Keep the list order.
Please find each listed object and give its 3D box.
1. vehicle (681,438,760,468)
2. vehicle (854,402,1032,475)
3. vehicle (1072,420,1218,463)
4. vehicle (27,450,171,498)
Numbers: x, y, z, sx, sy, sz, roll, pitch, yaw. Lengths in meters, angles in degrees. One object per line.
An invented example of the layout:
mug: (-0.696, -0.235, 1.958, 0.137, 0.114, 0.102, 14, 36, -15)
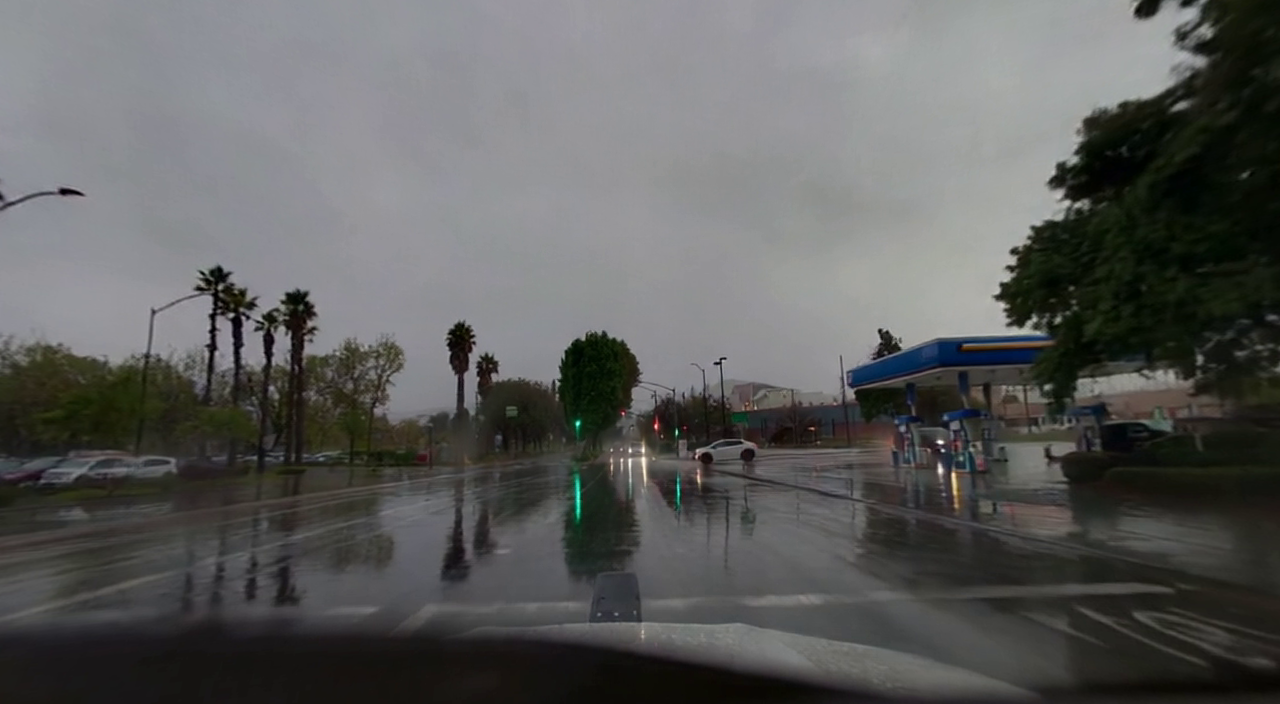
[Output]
vehicle: (6.087, 7.465, 47.119, 2.703, 2.082, 6.059, -8, -12, 44)
vehicle: (13.309, 4.040, 29.275, 2.944, 2.783, 10.332, 0, -8, -1)
vehicle: (21.576, 3.833, 27.103, 4.578, 1.756, 2.042, 1, -8, -4)
vehicle: (-25.765, 5.786, 30.219, 5.056, 1.839, 1.957, -3, -6, -1)
